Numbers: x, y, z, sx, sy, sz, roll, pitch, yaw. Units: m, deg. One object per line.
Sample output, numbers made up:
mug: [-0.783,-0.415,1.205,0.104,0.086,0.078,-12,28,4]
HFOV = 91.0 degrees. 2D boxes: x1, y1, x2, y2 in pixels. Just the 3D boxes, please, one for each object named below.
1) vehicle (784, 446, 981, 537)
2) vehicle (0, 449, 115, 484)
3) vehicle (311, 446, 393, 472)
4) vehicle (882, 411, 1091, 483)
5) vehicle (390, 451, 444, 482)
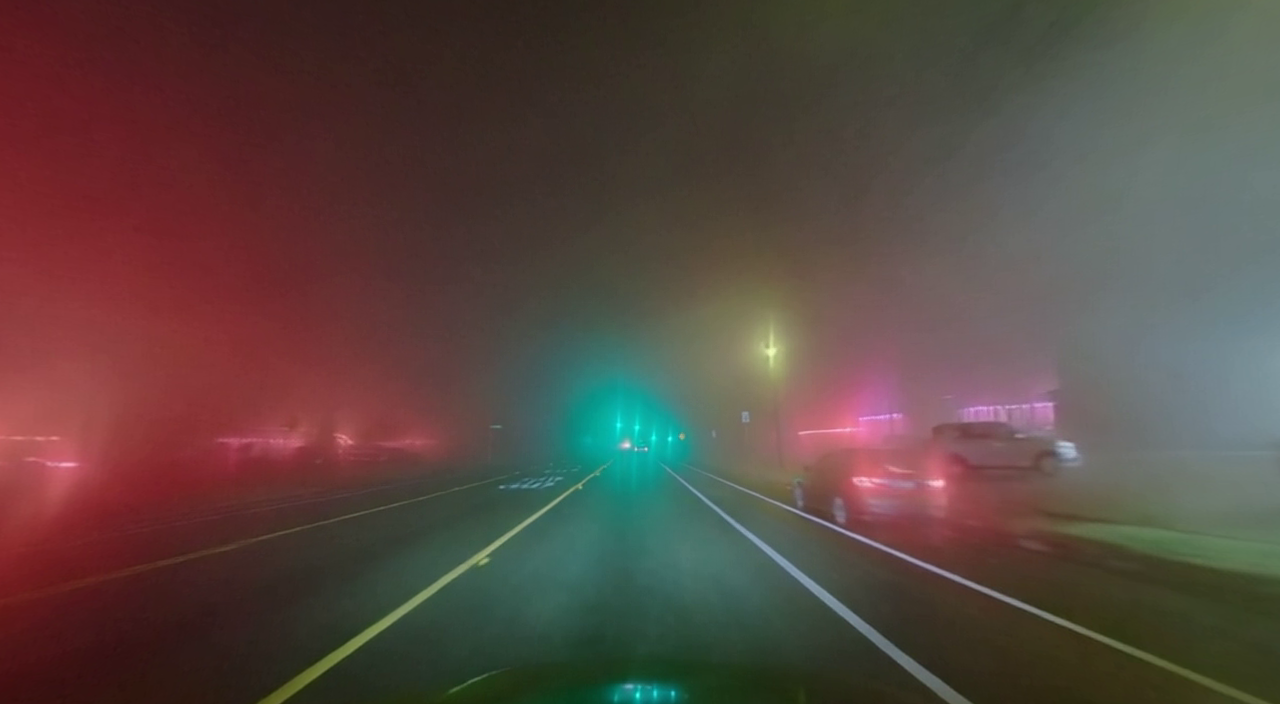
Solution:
vehicle: [4.580,2.676,12.898,1.980,1.465,4.970,0,-8,-1]
vehicle: [-26.995,5.152,28.501,4.601,1.496,1.991,0,-8,0]
vehicle: [-19.718,7.317,43.280,4.661,1.726,1.978,0,-9,-4]
vehicle: [10.241,2.908,19.288,2.160,1.847,5.442,3,-9,-20]
vehicle: [-13.025,6.689,36.998,1.791,1.552,3.919,-3,-8,0]
